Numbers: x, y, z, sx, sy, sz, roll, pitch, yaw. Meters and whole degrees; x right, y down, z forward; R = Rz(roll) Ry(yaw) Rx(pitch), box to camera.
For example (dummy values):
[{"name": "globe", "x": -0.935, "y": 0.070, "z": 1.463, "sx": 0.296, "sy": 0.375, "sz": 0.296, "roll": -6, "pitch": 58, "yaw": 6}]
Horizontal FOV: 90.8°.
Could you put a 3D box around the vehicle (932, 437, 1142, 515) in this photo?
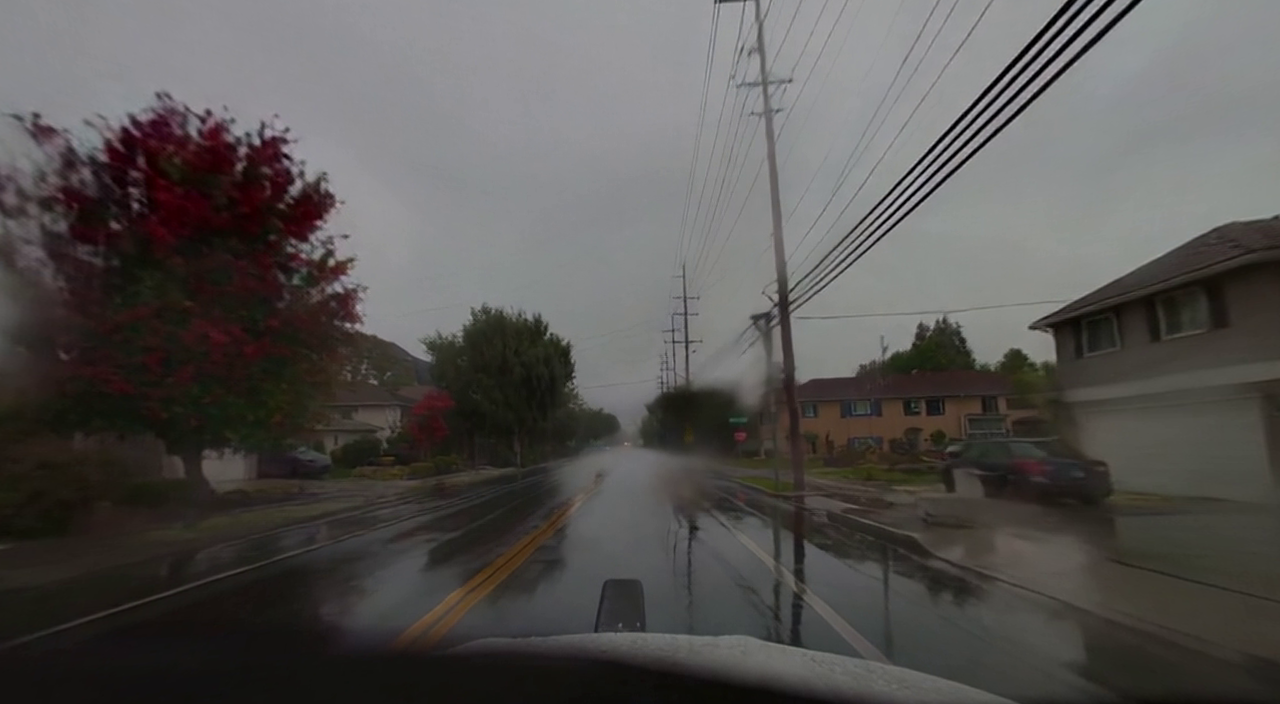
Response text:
[{"name": "vehicle", "x": 8.709, "y": 2.729, "z": 14.463, "sx": 1.811, "sy": 1.491, "sz": 4.407, "roll": 0, "pitch": -9, "yaw": -2}]
